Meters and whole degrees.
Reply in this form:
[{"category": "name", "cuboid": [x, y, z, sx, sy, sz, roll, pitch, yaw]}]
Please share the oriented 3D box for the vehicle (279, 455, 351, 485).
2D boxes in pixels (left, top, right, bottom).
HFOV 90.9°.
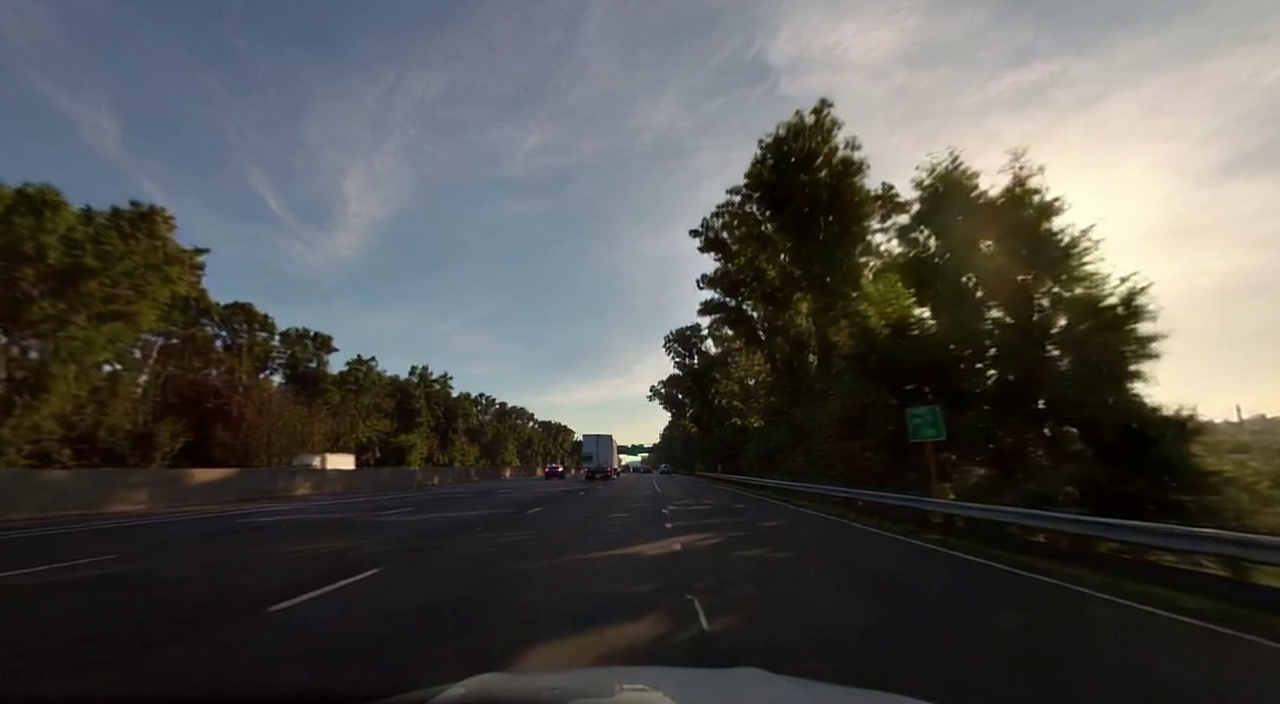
[{"category": "vehicle", "cuboid": [-21.574, 7.899, 42.102, 2.068, 1.838, 4.784, 0, -10, 2]}]
